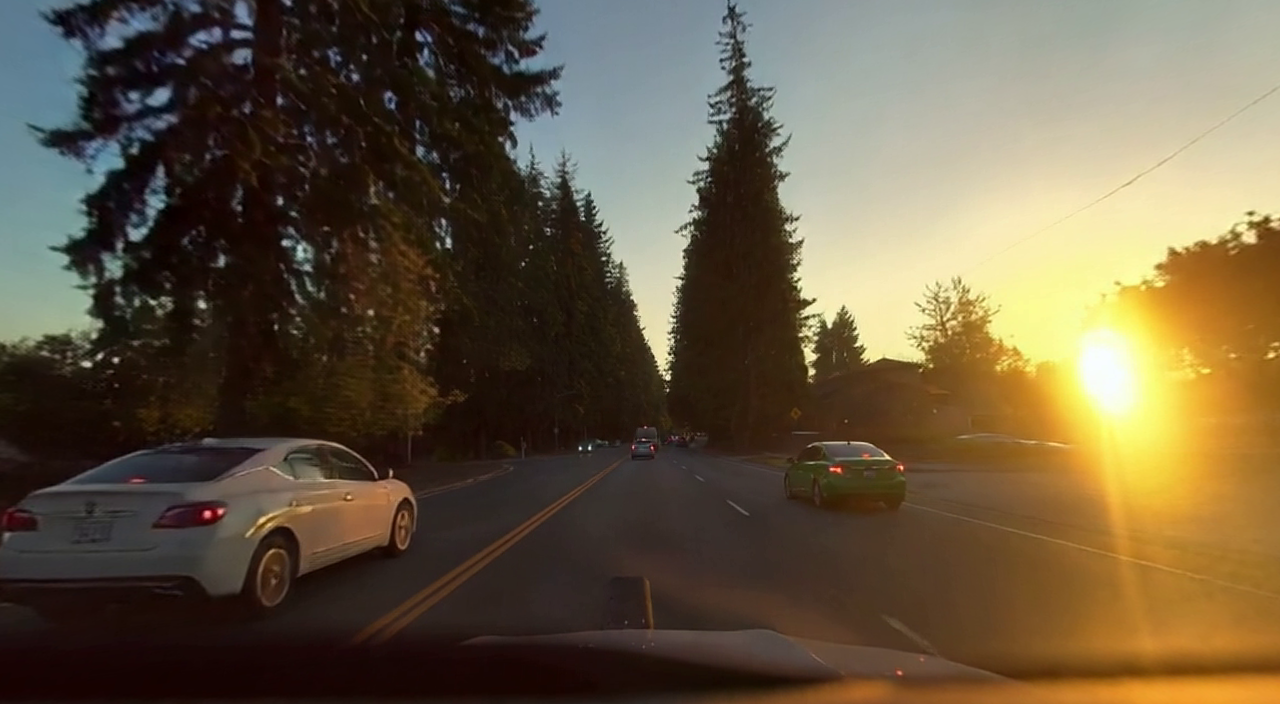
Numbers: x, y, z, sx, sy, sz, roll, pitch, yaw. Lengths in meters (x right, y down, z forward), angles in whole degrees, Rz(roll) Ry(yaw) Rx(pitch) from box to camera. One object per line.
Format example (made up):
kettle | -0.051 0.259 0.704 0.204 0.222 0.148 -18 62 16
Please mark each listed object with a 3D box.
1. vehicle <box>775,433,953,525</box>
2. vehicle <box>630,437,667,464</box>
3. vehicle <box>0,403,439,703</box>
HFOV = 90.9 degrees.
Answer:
vehicle | 4.193 2.394 12.699 1.943 1.471 4.515 -1 -7 0
vehicle | 0.567 6.154 39.621 2.206 1.525 4.695 -1 -7 1
vehicle | -3.666 1.350 5.563 2.162 1.546 4.889 -1 -7 0
